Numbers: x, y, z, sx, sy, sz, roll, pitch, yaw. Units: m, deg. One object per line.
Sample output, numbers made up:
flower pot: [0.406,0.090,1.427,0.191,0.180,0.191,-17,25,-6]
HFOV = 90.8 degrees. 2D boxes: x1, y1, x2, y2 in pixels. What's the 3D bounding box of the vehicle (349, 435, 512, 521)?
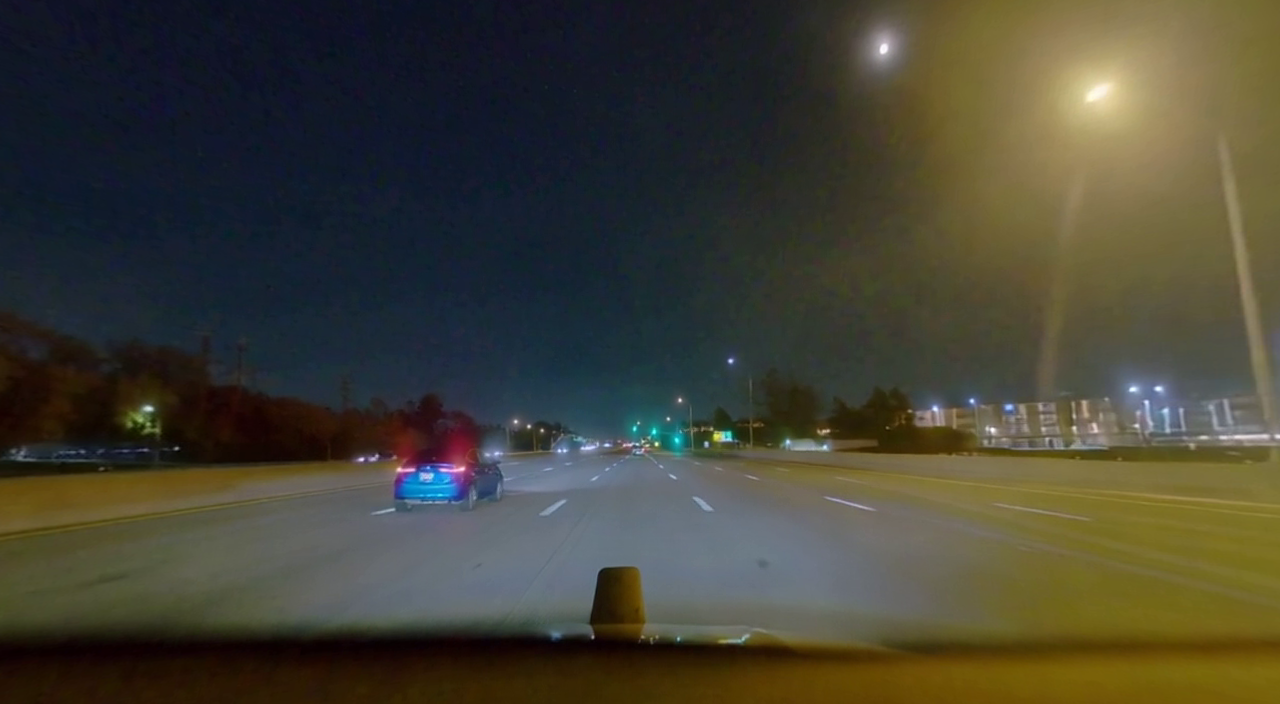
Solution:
vehicle: [-4.133,2.545,13.347,1.900,1.492,4.495,0,-9,0]
